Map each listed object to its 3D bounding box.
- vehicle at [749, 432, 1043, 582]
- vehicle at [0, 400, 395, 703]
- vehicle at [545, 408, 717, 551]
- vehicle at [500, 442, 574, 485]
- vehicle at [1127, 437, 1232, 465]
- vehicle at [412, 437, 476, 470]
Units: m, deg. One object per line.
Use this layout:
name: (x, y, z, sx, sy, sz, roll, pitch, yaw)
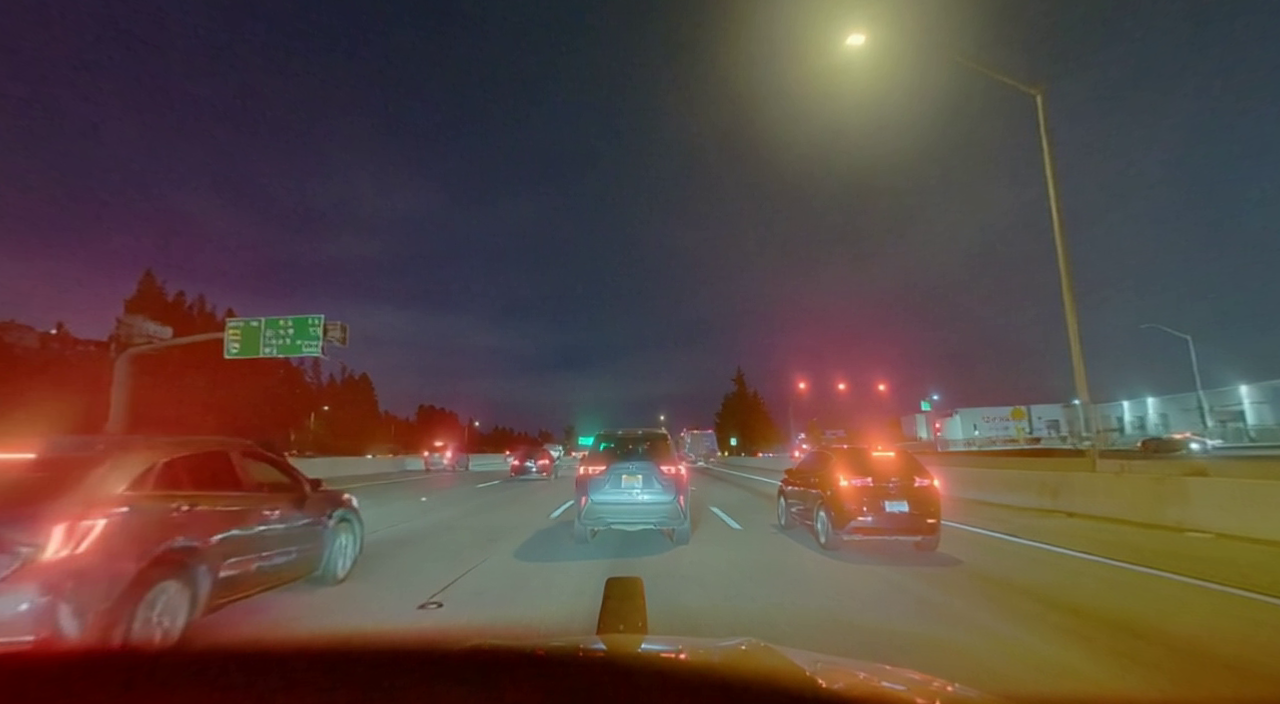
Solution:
vehicle: (2.962, 1.892, 8.604, 2.018, 1.470, 4.491, 0, -9, -2)
vehicle: (-3.460, 1.132, 3.783, 2.132, 1.464, 4.481, 0, -9, 1)
vehicle: (-0.129, 1.903, 9.960, 2.152, 1.779, 3.924, 0, -9, 0)
vehicle: (-3.724, 4.111, 23.519, 2.005, 1.458, 4.143, 0, -9, 1)
vehicle: (31.923, 5.854, 37.499, 1.805, 1.536, 4.325, 3, -9, -18)
vehicle: (-10.956, 5.727, 35.604, 2.129, 1.720, 4.547, 0, -9, 1)
